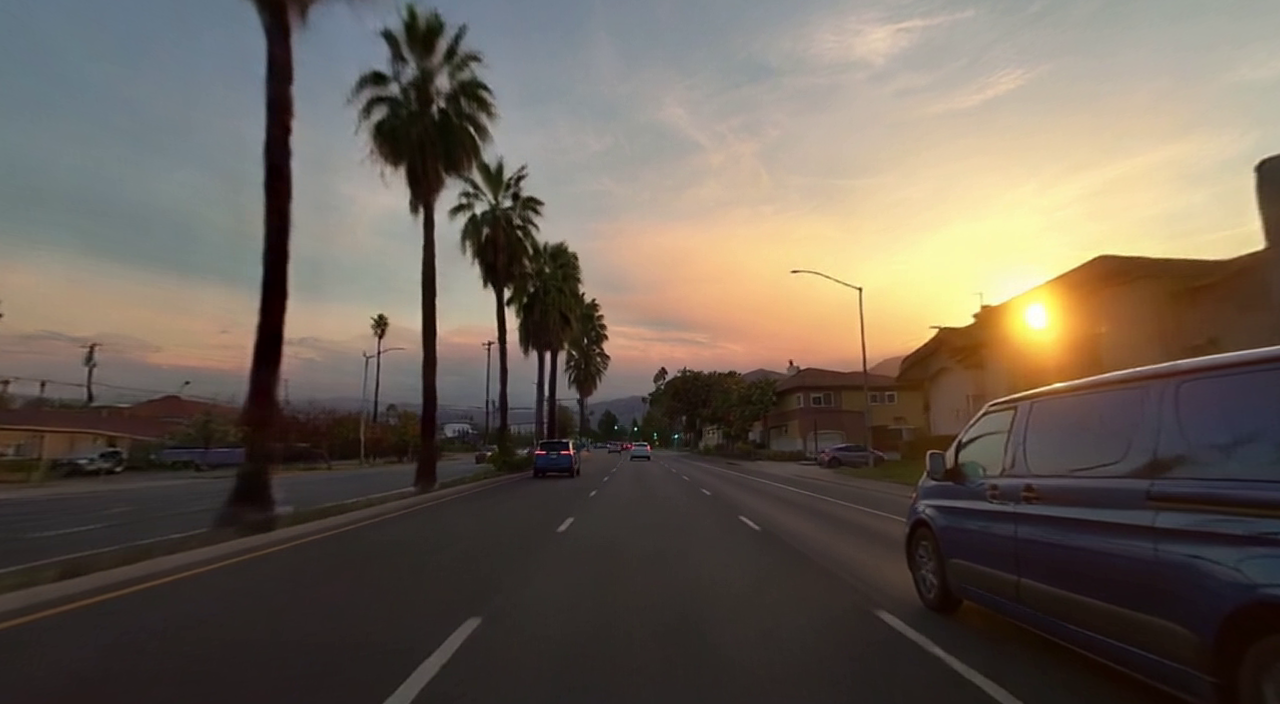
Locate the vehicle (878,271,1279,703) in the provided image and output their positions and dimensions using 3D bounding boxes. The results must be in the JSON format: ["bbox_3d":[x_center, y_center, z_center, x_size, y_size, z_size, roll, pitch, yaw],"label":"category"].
[{"bbox_3d":[3.382,0.870,3.507,2.234,1.912,4.847,0,-8,0],"label":"vehicle"}]

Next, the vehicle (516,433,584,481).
[{"bbox_3d":[-3.420,4.082,24.720,1.967,1.703,4.157,0,-8,1],"label":"vehicle"}]

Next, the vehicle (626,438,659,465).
[{"bbox_3d":[0.149,7.073,44.994,2.191,1.761,3.857,0,-8,-1],"label":"vehicle"}]

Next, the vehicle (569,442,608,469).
[{"bbox_3d":[-2.878,5.864,35.916,1.869,1.454,4.142,0,-8,0],"label":"vehicle"}]

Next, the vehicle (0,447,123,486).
[{"bbox_3d":[-30.315,5.982,33.163,4.462,1.697,2.109,-2,-7,-2],"label":"vehicle"}]

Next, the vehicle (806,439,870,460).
[{"bbox_3d":[15.208,7.504,48.831,1.945,1.490,4.748,4,-9,-26],"label":"vehicle"}]
